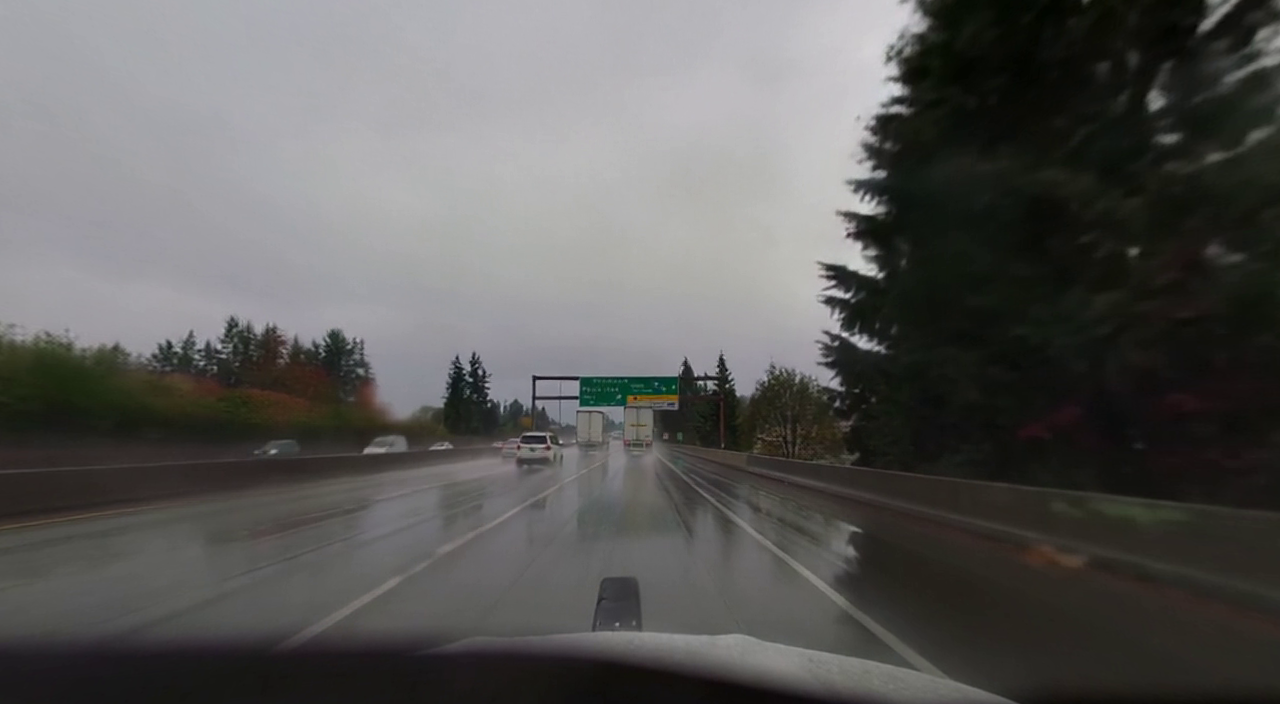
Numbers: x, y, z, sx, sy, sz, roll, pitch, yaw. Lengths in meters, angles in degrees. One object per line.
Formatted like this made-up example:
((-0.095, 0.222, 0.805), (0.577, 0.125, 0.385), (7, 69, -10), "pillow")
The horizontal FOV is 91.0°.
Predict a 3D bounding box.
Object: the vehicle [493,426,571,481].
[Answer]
((-3.944, 3.789, 23.878), (2.127, 1.839, 4.984), (0, -8, -1), "vehicle")
